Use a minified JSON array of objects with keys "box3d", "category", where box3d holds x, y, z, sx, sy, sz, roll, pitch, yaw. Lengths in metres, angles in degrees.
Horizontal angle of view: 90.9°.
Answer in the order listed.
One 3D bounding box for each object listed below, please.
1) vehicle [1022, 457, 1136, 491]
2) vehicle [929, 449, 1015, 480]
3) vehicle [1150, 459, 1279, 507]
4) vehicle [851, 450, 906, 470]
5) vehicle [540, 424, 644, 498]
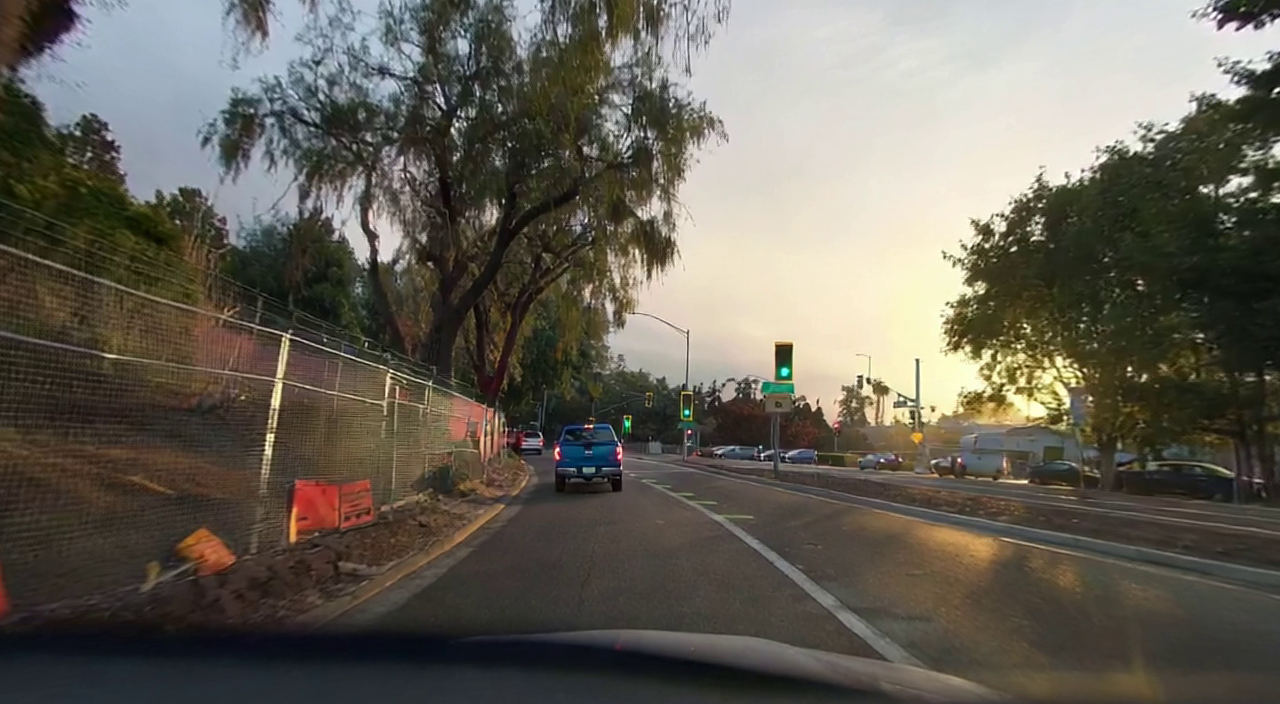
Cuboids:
[{"box3d":[22.433,6.235,32.501,1.850,1.470,4.761,2,-9,-11],"category":"vehicle"},{"box3d":[20.900,7.077,39.942,1.938,1.781,5.078,1,-8,-11],"category":"vehicle"},{"box3d":[23.611,5.200,25.446,1.895,1.611,4.545,1,-8,-7],"category":"vehicle"},{"box3d":[18.694,8.478,49.674,1.805,1.494,4.362,2,-9,-15],"category":"vehicle"},{"box3d":[-1.382,2.959,17.563,2.436,1.698,5.322,1,-8,-6],"category":"vehicle"}]
